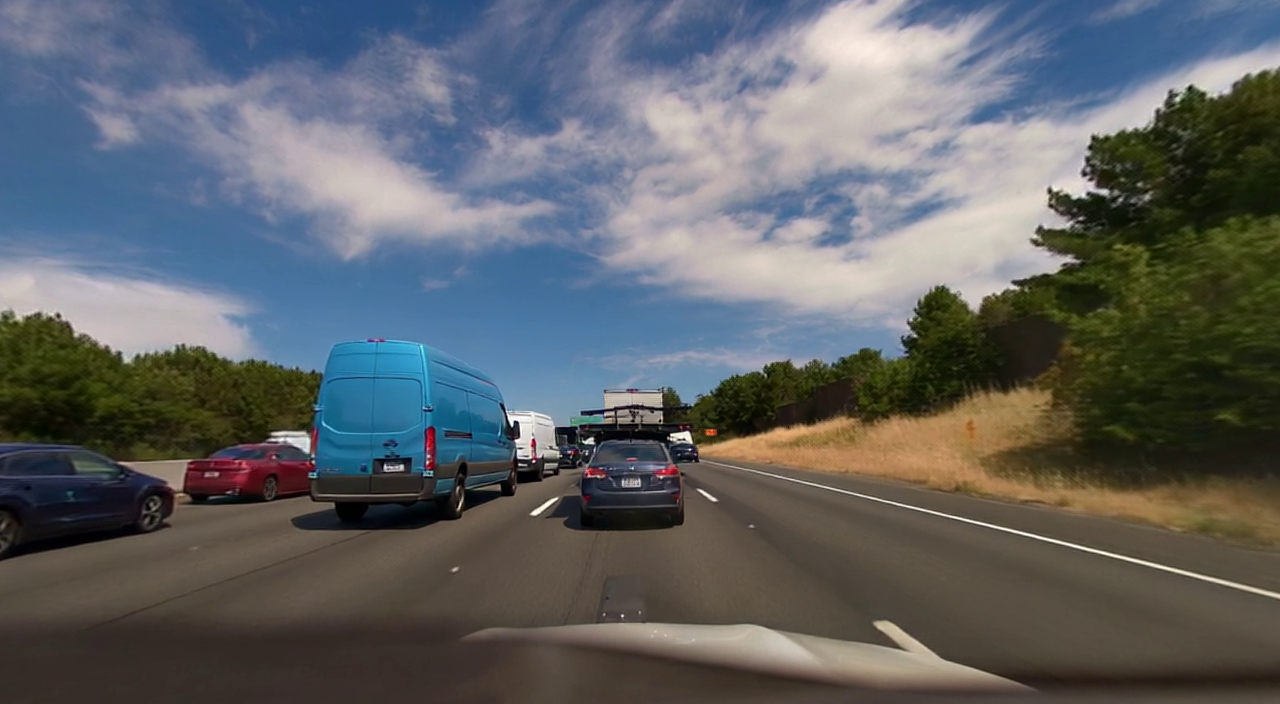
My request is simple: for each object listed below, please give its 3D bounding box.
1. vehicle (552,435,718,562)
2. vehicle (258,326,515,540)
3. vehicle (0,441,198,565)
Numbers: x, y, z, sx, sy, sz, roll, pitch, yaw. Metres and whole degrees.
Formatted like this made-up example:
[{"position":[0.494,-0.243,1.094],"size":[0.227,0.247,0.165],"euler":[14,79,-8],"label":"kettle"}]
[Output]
[{"position":[-0.094,2.040,9.387],"size":[1.995,1.495,3.380],"euler":[0,-9,-1],"label":"vehicle"},{"position":[-4.072,1.578,11.928],"size":[2.254,2.879,6.656],"euler":[0,-9,-2],"label":"vehicle"},{"position":[-8.825,2.042,8.885],"size":[1.899,1.503,4.466],"euler":[-1,-9,1],"label":"vehicle"}]
